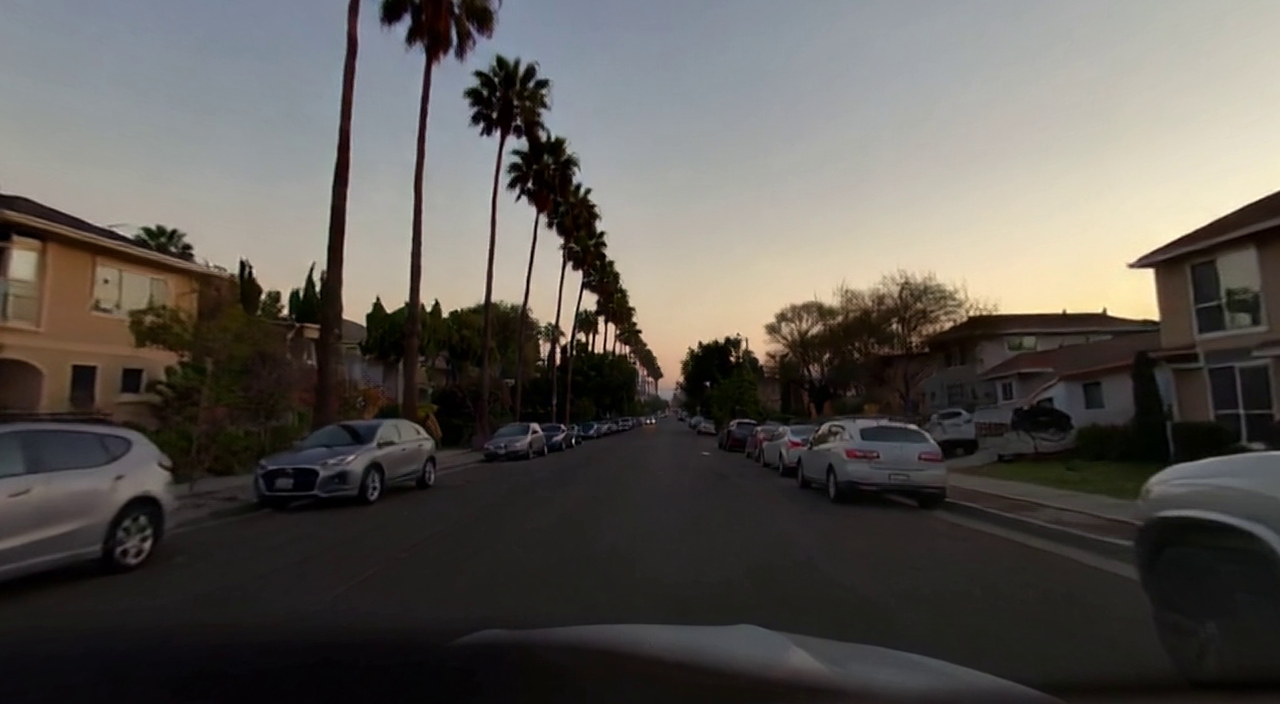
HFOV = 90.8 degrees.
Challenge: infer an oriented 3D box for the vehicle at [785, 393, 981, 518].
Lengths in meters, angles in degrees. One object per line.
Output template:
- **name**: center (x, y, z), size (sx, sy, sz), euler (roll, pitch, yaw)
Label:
- **vehicle**: center (4.271, 1.928, 12.100), size (1.964, 1.889, 4.708), euler (0, -8, 1)

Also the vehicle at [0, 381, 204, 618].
- **vehicle**: center (-5.536, 1.085, 4.686), size (1.816, 1.697, 3.777), euler (0, -8, 1)

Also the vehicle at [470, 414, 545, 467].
- **vehicle**: center (-5.063, 3.449, 24.654), size (1.947, 1.803, 4.381), euler (-2, -8, 1)

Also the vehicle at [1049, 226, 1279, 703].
- **vehicle**: center (4.027, 0.410, 1.073), size (2.649, 2.232, 6.576), euler (4, -8, 3)

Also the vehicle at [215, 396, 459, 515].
- **vehicle**: center (-5.430, 1.969, 12.386), size (2.020, 1.819, 5.168), euler (0, -8, 3)
